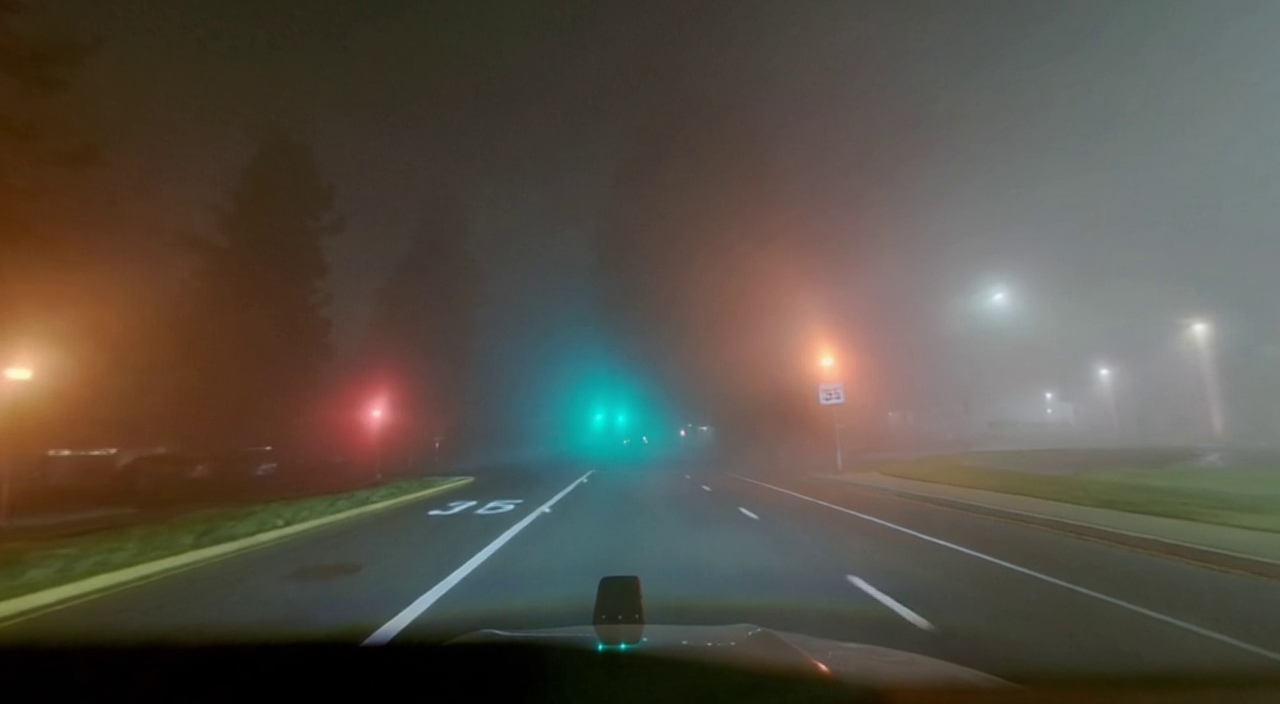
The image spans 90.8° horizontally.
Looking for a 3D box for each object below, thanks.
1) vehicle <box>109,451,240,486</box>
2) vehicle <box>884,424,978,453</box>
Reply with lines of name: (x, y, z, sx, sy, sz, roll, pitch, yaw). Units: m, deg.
vehicle: (-21.366, 5.341, 29.126, 4.495, 1.472, 1.833, 0, -8, -1)
vehicle: (19.109, 5.749, 41.634, 5.172, 1.468, 1.964, -4, -10, -2)
